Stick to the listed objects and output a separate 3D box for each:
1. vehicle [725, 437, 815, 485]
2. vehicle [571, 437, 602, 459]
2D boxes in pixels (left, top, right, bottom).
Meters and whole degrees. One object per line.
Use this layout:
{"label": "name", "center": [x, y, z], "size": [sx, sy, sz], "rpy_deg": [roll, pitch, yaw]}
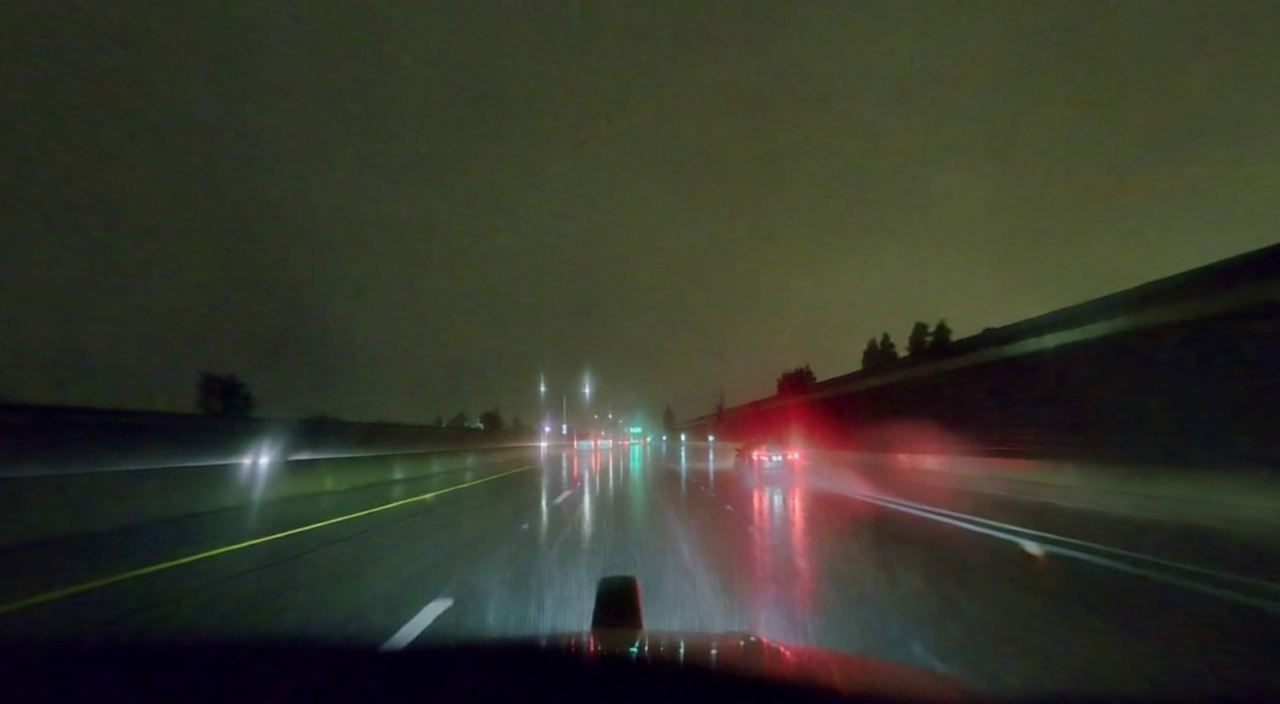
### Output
{"label": "vehicle", "center": [4.380, 3.745, 22.083], "size": [2.060, 1.485, 4.274], "rpy_deg": [0, -9, -2]}
{"label": "vehicle", "center": [-4.109, 7.490, 49.343], "size": [2.048, 1.618, 4.424], "rpy_deg": [0, -8, 0]}
